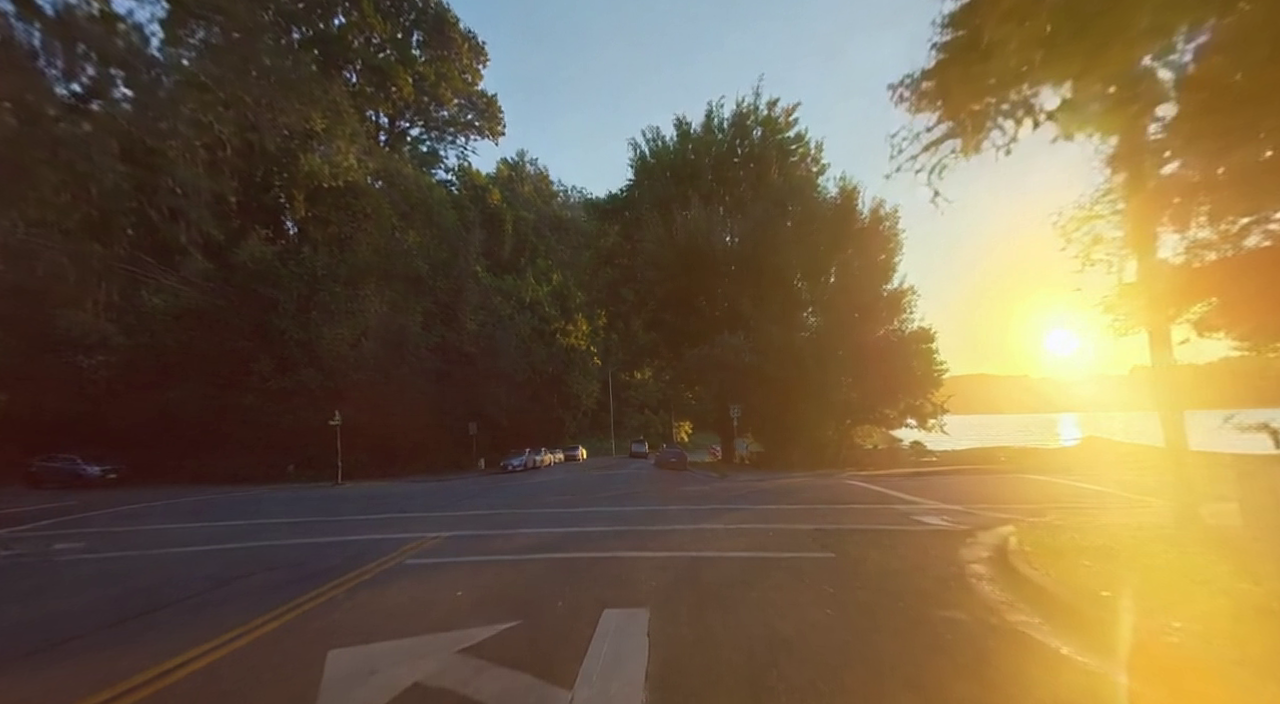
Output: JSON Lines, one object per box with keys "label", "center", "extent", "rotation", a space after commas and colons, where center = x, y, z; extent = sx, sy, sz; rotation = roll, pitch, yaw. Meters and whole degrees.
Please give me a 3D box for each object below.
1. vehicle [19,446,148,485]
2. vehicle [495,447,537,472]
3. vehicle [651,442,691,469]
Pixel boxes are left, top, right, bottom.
{"label": "vehicle", "center": [-27.588, 5.608, 31.305], "extent": [4.986, 1.796, 2.066], "rotation": [-2, -8, 12]}
{"label": "vehicle", "center": [-8.235, 7.160, 42.249], "extent": [2.102, 1.507, 4.049], "rotation": [0, -8, -2]}
{"label": "vehicle", "center": [1.752, 6.035, 36.930], "extent": [2.051, 1.461, 4.100], "rotation": [0, -8, -2]}
